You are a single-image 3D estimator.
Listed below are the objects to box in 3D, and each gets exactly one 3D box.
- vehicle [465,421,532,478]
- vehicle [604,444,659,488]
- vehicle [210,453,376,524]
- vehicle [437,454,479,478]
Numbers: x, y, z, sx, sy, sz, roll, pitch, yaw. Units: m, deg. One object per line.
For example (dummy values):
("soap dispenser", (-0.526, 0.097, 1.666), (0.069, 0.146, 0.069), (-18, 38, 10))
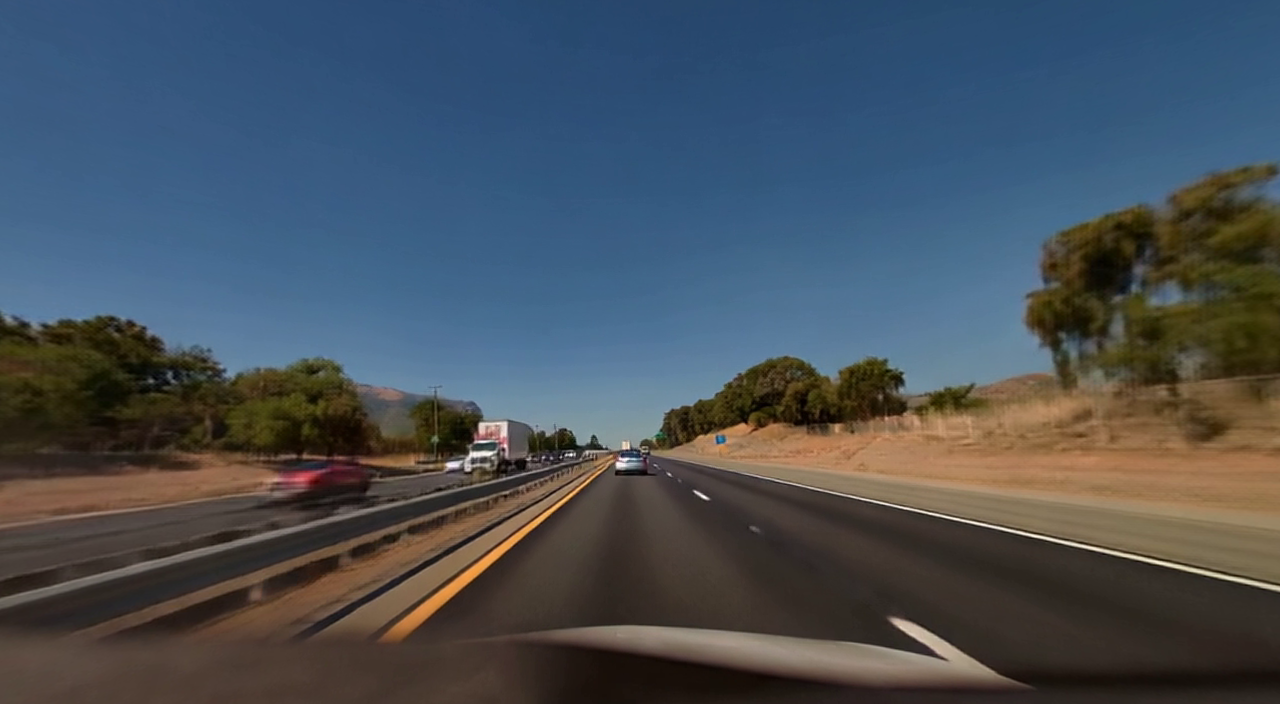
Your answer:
("vehicle", (-9.067, 6.376, 41.025), (2.739, 3.387, 7.184), (0, -9, -1))
("vehicle", (-0.336, 4.352, 24.306), (1.971, 1.518, 4.108), (0, -9, -1))
("vehicle", (-8.662, 3.401, 16.140), (1.893, 1.519, 4.127), (0, -9, 0))
("vehicle", (-13.804, 8.613, 47.735), (1.905, 1.666, 4.272), (0, -9, 0))
